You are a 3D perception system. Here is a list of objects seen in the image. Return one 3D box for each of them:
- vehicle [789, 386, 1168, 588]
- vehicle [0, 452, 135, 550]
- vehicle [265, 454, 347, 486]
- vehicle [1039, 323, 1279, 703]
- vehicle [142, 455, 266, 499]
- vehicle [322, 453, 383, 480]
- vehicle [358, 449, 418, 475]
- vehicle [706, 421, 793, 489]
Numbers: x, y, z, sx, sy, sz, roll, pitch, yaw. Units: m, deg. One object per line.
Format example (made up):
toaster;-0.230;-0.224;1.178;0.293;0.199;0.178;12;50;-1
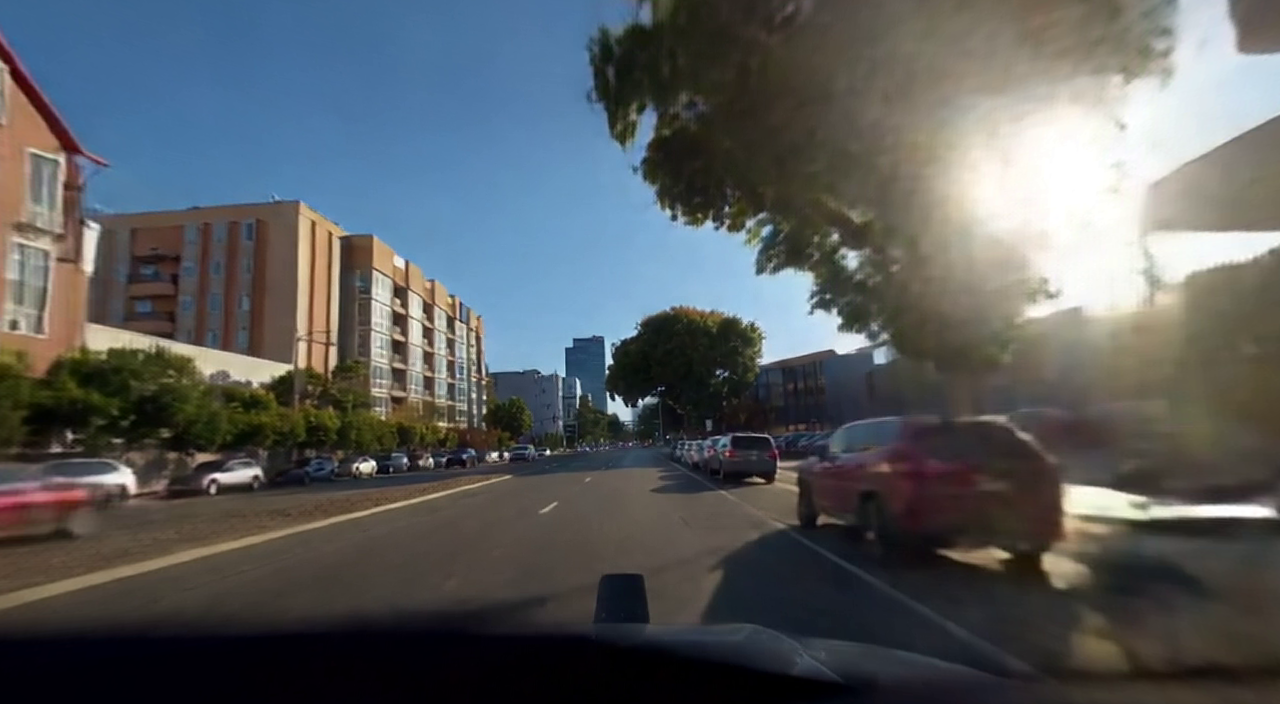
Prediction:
vehicle;3.532;1.523;7.992;2.012;1.748;4.849;0;-8;-1
vehicle;-11.176;2.424;10.334;1.982;1.515;4.648;0;-8;0
vehicle;-17.894;6.331;34.100;1.932;1.510;4.685;0;-8;-1
vehicle;3.528;0.641;1.579;1.975;1.762;4.607;0;-8;-1
vehicle;-17.934;5.133;26.317;1.826;1.544;4.680;0;-8;0
vehicle;-17.909;7.127;39.618;1.780;1.463;4.573;0;-8;-2
vehicle;-18.118;7.908;45.724;2.037;1.694;5.511;0;-8;0
vehicle;3.375;3.288;20.417;1.935;1.920;4.397;0;-8;-1
